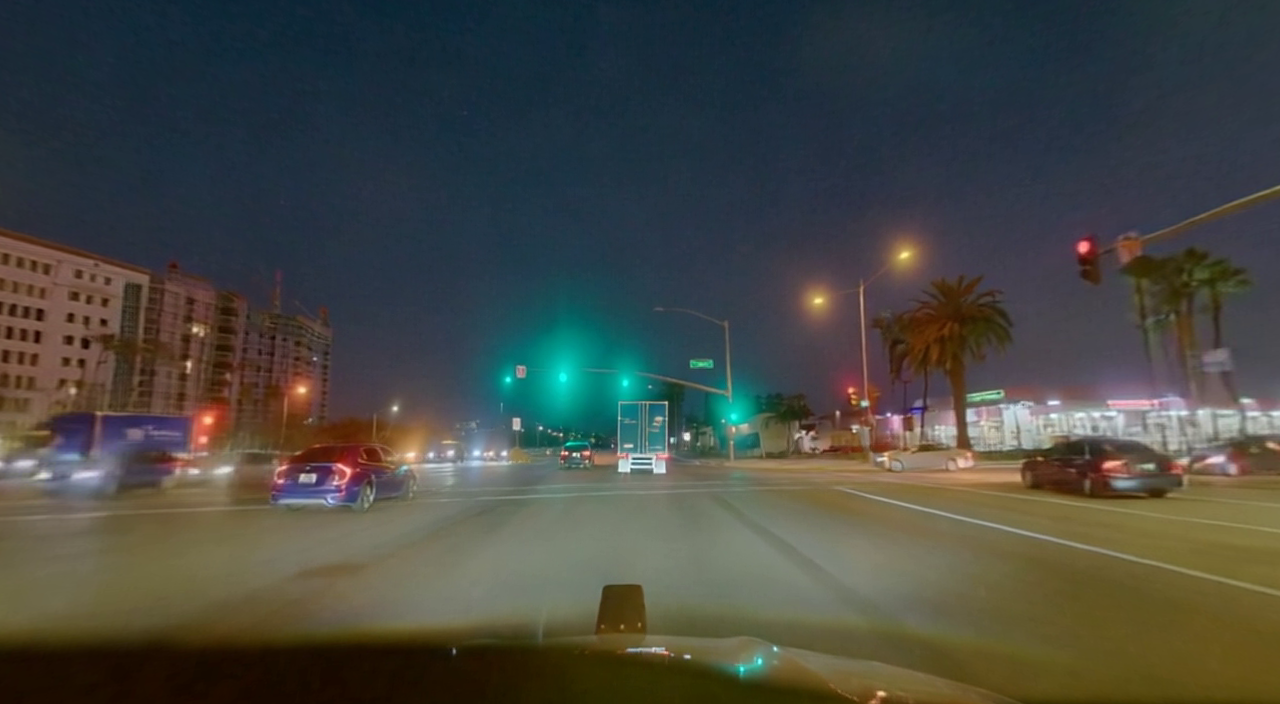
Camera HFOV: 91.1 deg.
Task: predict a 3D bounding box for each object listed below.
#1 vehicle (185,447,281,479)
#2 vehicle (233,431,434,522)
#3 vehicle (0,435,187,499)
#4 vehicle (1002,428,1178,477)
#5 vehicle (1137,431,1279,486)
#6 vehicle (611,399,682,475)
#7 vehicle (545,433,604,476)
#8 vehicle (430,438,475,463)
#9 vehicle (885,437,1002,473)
[{"bbox_3d":[-21.225,5.785,33.018,1.938,1.503,4.651,0,-8,0],"label":"vehicle"},{"bbox_3d":[-6.376,2.623,13.847,2.045,1.630,4.680,0,-8,0],"label":"vehicle"},{"bbox_3d":[-17.852,3.653,20.498,2.106,1.802,5.247,0,-8,1],"label":"vehicle"},{"bbox_3d":[16.875,3.795,23.742,5.039,1.744,2.043,0,-9,0],"label":"vehicle"},{"bbox_3d":[19.388,3.387,20.277,4.831,1.529,1.966,-3,-10,0],"label":"vehicle"},{"bbox_3d":[0.289,4.104,30.078,2.993,3.235,6.692,0,-8,0],"label":"vehicle"},{"bbox_3d":[-2.970,4.767,29.527,2.178,1.826,4.933,0,-8,1],"label":"vehicle"},{"bbox_3d":[-14.769,7.831,49.657,2.040,1.745,4.899,-3,-10,1],"label":"vehicle"},{"bbox_3d":[14.641,5.021,30.490,4.568,1.485,1.936,-2,-11,0],"label":"vehicle"}]
